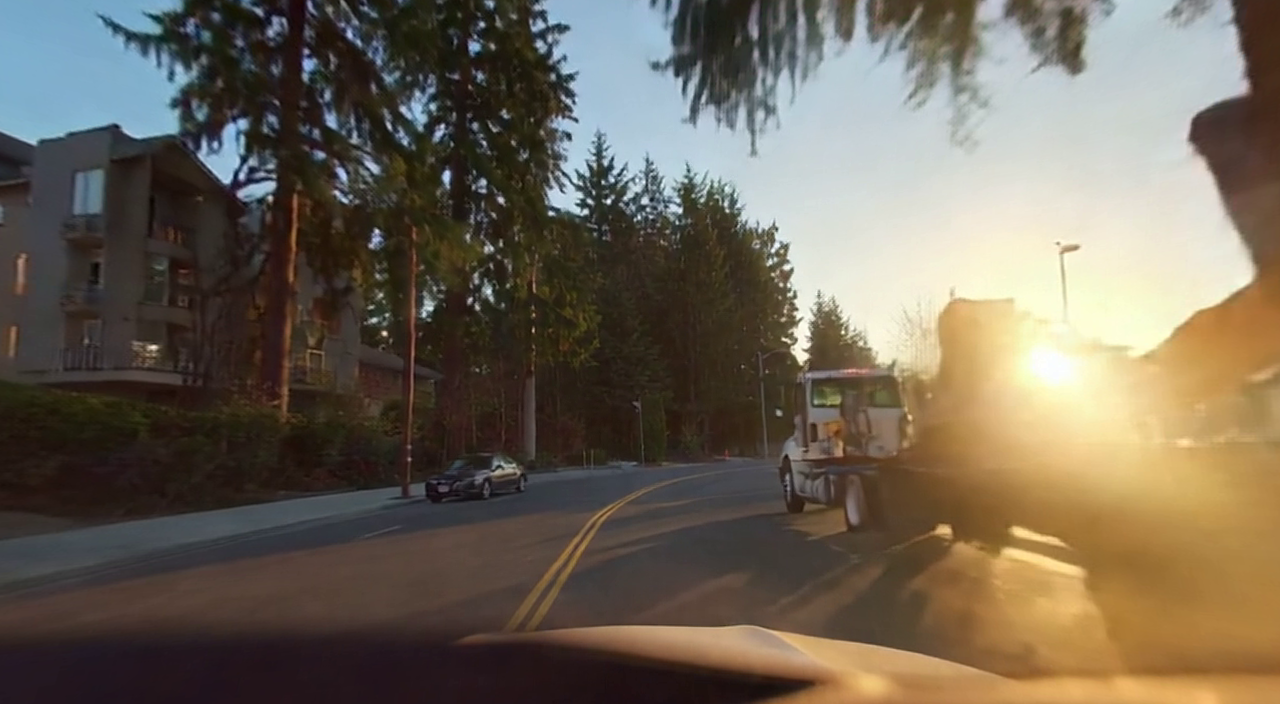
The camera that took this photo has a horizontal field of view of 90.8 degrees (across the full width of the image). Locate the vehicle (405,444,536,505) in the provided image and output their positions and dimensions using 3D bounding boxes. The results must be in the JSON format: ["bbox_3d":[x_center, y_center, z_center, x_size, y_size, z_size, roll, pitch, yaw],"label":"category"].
[{"bbox_3d":[-4.606,3.368,17.922,1.930,1.487,4.213,-2,-8,10],"label":"vehicle"}]

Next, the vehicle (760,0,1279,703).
[{"bbox_3d":[3.880,0.778,6.572,2.834,3.143,12.517,0,-10,0],"label":"vehicle"}]
